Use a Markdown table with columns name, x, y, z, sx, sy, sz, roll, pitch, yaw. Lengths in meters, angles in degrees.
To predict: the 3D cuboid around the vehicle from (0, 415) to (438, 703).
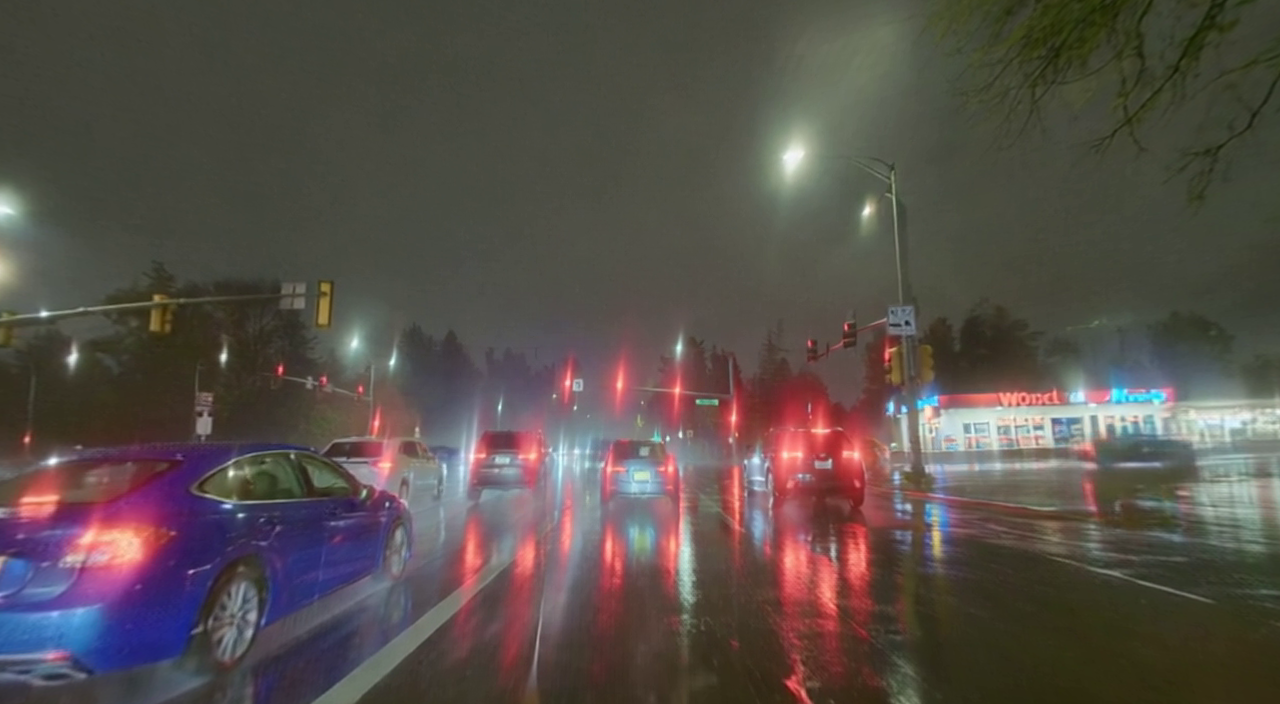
| name | x | y | z | sx | sy | sz | roll | pitch | yaw |
| --- | --- | --- | --- | --- | --- | --- | --- | --- | --- |
| vehicle | -3.334 | 1.348 | 4.908 | 2.014 | 1.472 | 4.357 | 0 | -9 | 1 |

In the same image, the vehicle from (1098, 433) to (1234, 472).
| name | x | y | z | sx | sy | sz | roll | pitch | yaw |
| --- | --- | --- | --- | --- | --- | --- | --- | --- | --- |
| vehicle | 21.795 | 4.178 | 26.251 | 3.822 | 1.514 | 1.905 | -1 | -9 | 8 |

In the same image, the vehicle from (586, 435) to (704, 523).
| name | x | y | z | sx | sy | sz | roll | pitch | yaw |
| --- | --- | --- | --- | --- | --- | --- | --- | --- | --- |
| vehicle | 0.126 | 2.503 | 12.909 | 2.032 | 1.499 | 3.994 | 0 | -9 | 1 |

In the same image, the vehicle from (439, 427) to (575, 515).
| name | x | y | z | sx | sy | sz | roll | pitch | yaw |
| --- | --- | --- | --- | --- | --- | --- | --- | --- | --- |
| vehicle | -2.824 | 2.653 | 14.432 | 2.072 | 1.694 | 4.070 | -1 | -9 | 2 |

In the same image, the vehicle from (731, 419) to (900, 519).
| name | x | y | z | sx | sy | sz | roll | pitch | yaw |
| --- | --- | --- | --- | --- | --- | --- | --- | --- | --- |
| vehicle | 3.311 | 2.331 | 12.962 | 2.076 | 1.691 | 4.402 | 0 | -9 | -2 |

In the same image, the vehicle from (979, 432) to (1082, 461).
| name | x | y | z | sx | sy | sz | roll | pitch | yaw |
| --- | --- | --- | --- | --- | --- | --- | --- | --- | --- |
| vehicle | 23.313 | 5.669 | 37.752 | 4.781 | 1.700 | 1.986 | 0 | -9 | 1 |
